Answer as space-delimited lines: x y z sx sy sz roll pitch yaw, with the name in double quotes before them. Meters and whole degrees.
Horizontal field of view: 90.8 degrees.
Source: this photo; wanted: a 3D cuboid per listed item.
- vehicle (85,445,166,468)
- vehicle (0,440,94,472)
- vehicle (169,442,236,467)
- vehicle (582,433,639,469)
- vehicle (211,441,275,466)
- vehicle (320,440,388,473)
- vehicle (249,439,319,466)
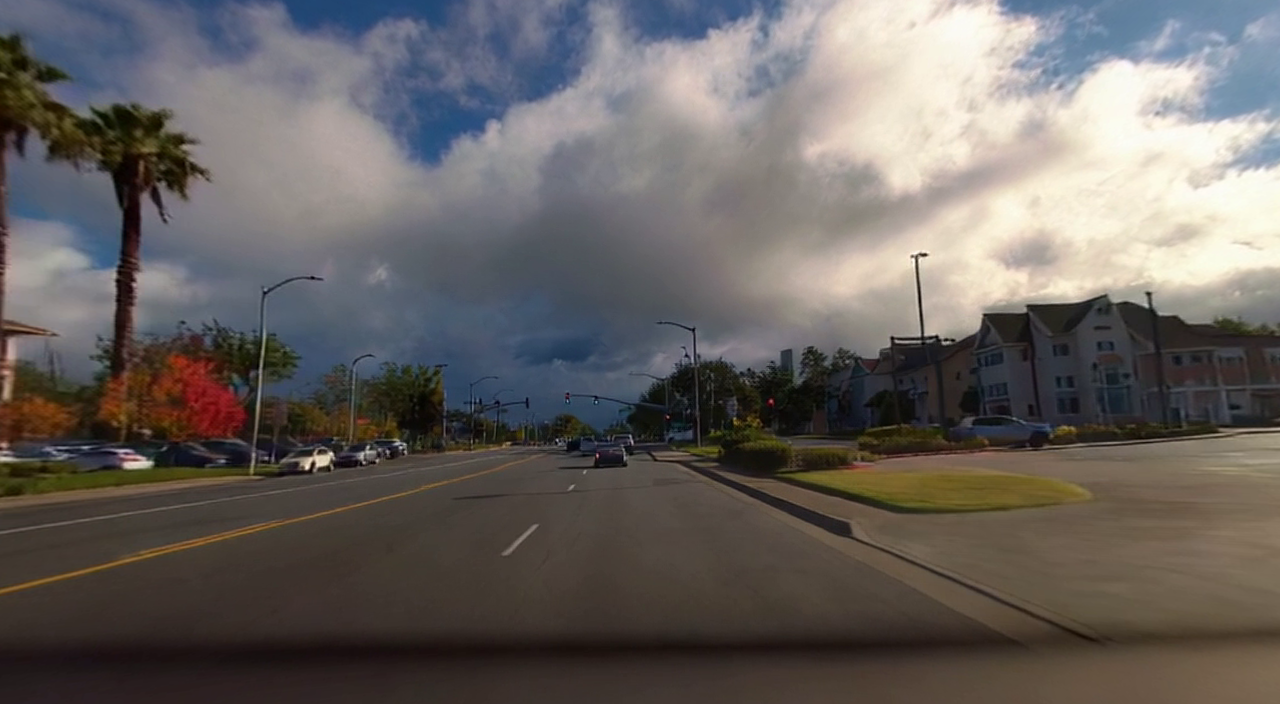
"vehicle" -35.160 7.155 43.340 1.940 1.474 4.384 0 -8 -1
"vehicle" -40.630 7.054 43.383 1.945 1.840 5.062 -4 -7 -2
"vehicle" -29.623 6.929 42.938 1.812 1.585 3.938 0 -8 -3
"vehicle" -1.265 4.514 29.018 2.060 1.526 3.859 -1 -8 6
"vehicle" -27.120 6.923 43.327 1.816 1.586 3.958 0 -8 -1
"vehicle" -14.412 5.202 31.709 1.903 1.487 4.784 6 -11 -38
"vehicle" -24.489 6.885 43.634 1.974 1.470 4.892 -4 -7 1
